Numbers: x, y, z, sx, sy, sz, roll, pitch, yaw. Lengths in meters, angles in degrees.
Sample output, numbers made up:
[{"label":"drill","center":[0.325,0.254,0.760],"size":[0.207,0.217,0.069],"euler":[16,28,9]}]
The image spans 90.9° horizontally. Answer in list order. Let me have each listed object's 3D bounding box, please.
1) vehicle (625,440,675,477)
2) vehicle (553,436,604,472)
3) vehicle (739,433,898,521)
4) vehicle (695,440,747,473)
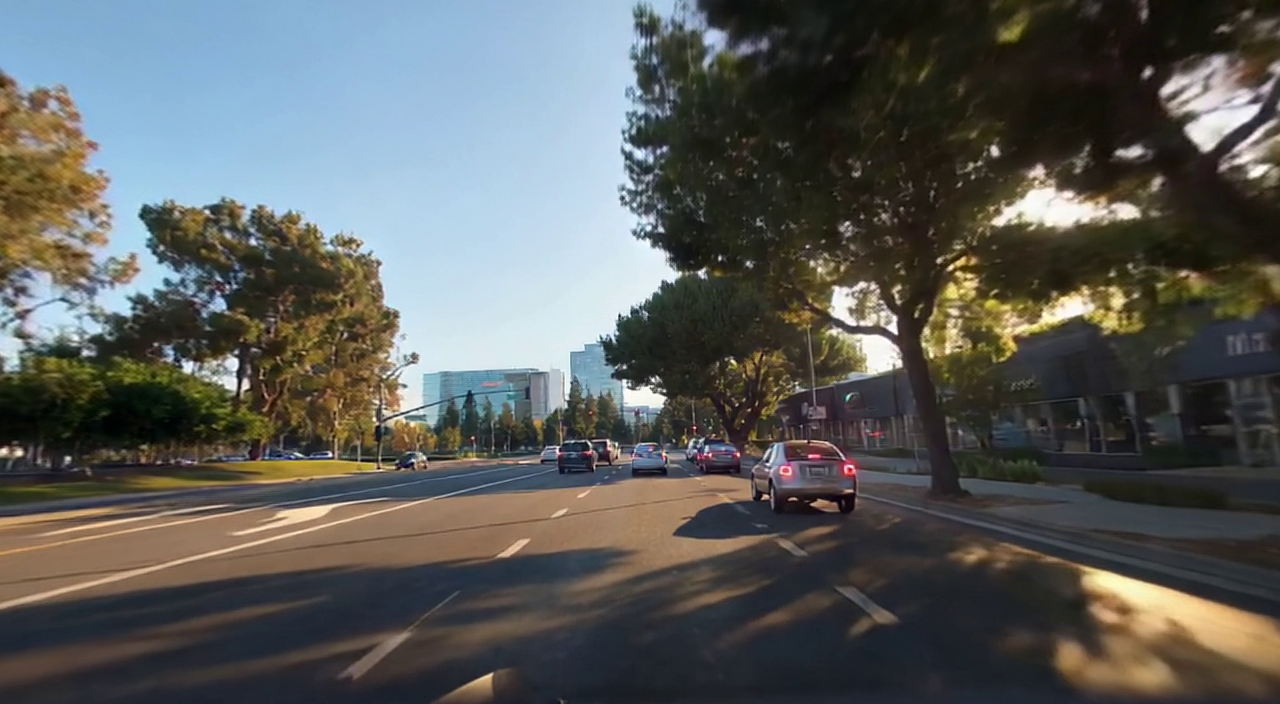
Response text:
[{"label":"vehicle","center":[0.415,4.542,27.066],"size":[1.971,1.433,3.923],"euler":[0,-8,1]},{"label":"vehicle","center":[-3.062,5.192,32.322],"size":[2.023,1.720,4.452],"euler":[0,-8,2]},{"label":"vehicle","center":[3.358,2.434,12.857],"size":[1.948,1.474,4.360],"euler":[0,-8,0]},{"label":"vehicle","center":[3.890,5.087,30.934],"size":[1.913,1.463,4.198],"euler":[0,-8,-1]}]
